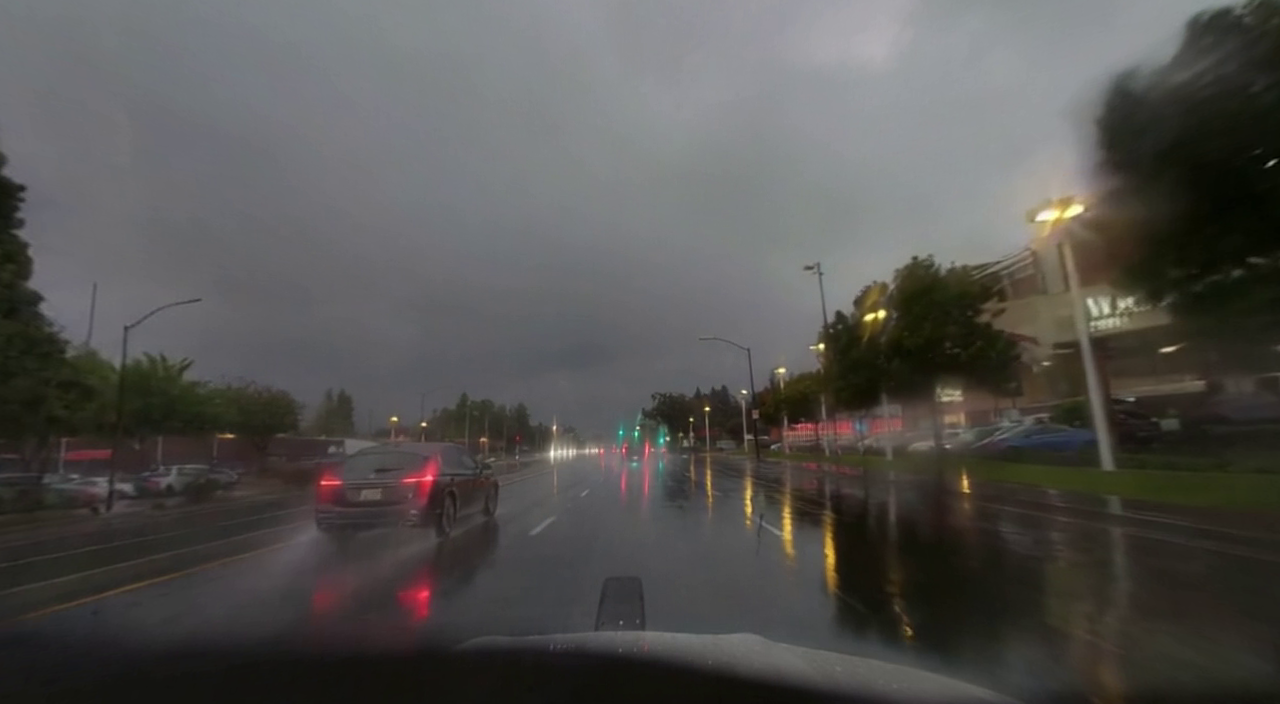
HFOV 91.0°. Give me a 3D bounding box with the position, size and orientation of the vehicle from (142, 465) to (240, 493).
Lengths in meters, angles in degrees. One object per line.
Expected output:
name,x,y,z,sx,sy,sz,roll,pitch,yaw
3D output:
vehicle,-31.990,9.028,44.925,5.325,1.814,2.128,0,-9,1

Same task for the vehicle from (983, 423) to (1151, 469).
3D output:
vehicle,14.683,3.270,21.873,4.363,1.485,1.964,0,-9,1

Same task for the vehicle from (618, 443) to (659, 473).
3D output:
vehicle,-0.086,5.537,33.123,2.019,1.459,4.005,0,-9,-1

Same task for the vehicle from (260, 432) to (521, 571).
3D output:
vehicle,-3.124,1.954,9.059,1.939,1.496,4.309,0,-9,1

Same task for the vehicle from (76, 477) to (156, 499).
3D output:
vehicle,-37.171,9.641,44.746,4.103,1.444,1.795,0,-9,2
